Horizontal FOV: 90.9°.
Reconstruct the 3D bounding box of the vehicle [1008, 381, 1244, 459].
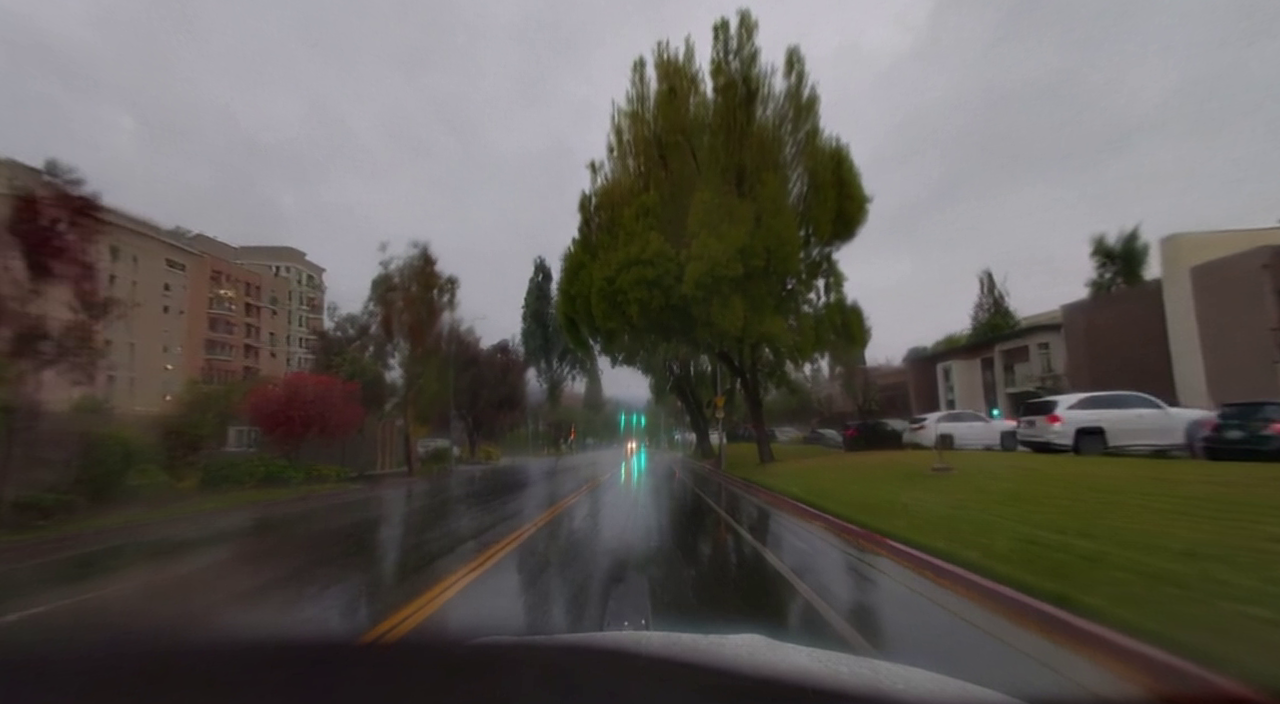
[{"bbox_3d":[12.298,1.789,16.156,4.540,1.824,1.965,1,-8,-6],"label":"vehicle"}]
